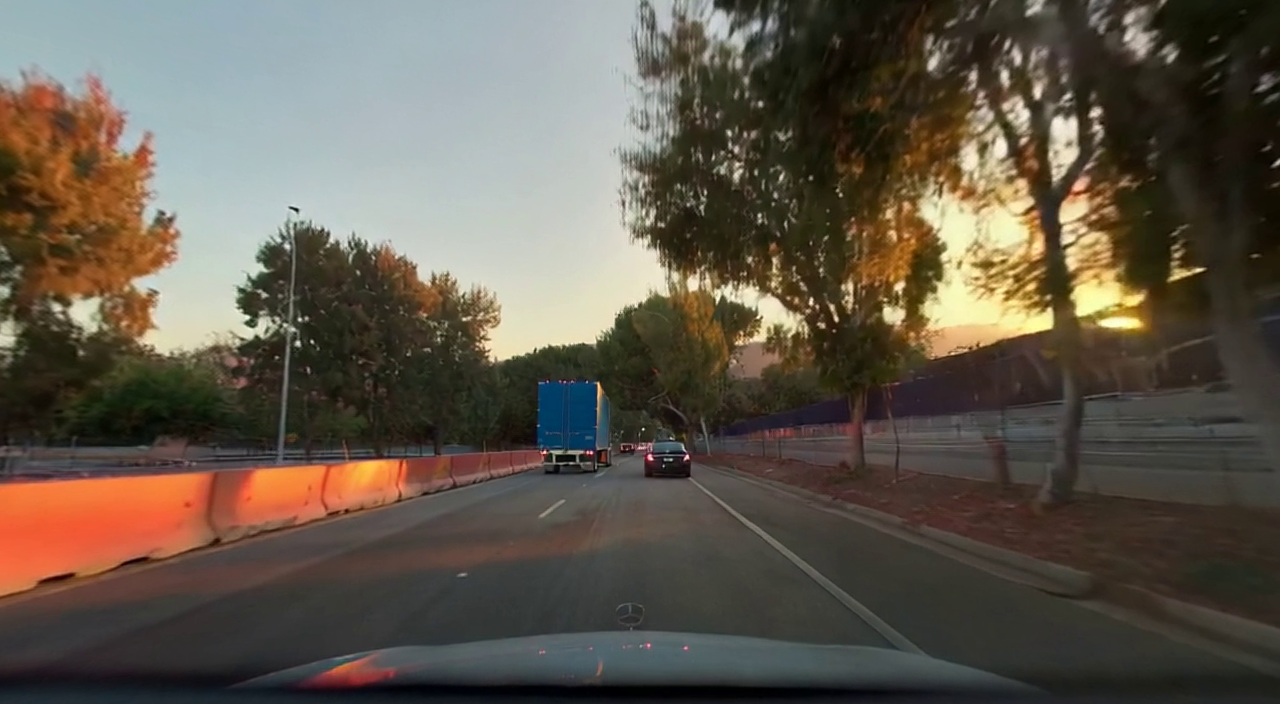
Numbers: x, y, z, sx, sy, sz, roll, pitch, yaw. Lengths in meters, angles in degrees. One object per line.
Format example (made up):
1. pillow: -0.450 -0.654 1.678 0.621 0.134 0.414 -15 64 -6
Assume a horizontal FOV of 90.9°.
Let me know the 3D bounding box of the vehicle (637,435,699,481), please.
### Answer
1. vehicle: 1.047 4.239 25.565 2.304 1.675 4.462 0 -8 0

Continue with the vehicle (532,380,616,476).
1. vehicle: -3.114 4.368 34.898 2.906 4.115 15.715 0 -8 0
